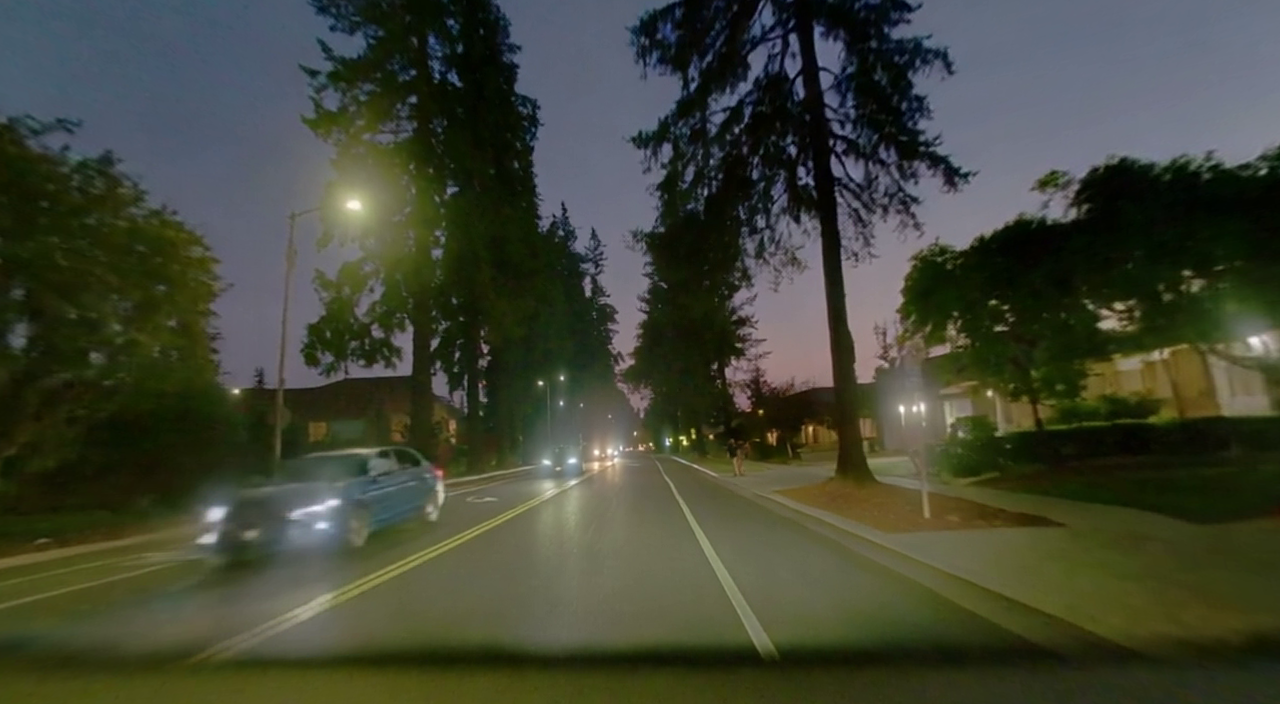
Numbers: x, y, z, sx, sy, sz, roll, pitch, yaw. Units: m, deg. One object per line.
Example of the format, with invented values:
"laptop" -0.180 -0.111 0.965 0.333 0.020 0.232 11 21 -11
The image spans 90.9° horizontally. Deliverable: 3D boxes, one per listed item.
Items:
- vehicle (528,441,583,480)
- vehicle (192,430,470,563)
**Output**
"vehicle" -4.159 5.384 31.744 2.041 1.780 4.618 0 -8 1
"vehicle" -4.645 2.211 10.577 2.167 1.691 4.755 0 -8 1
